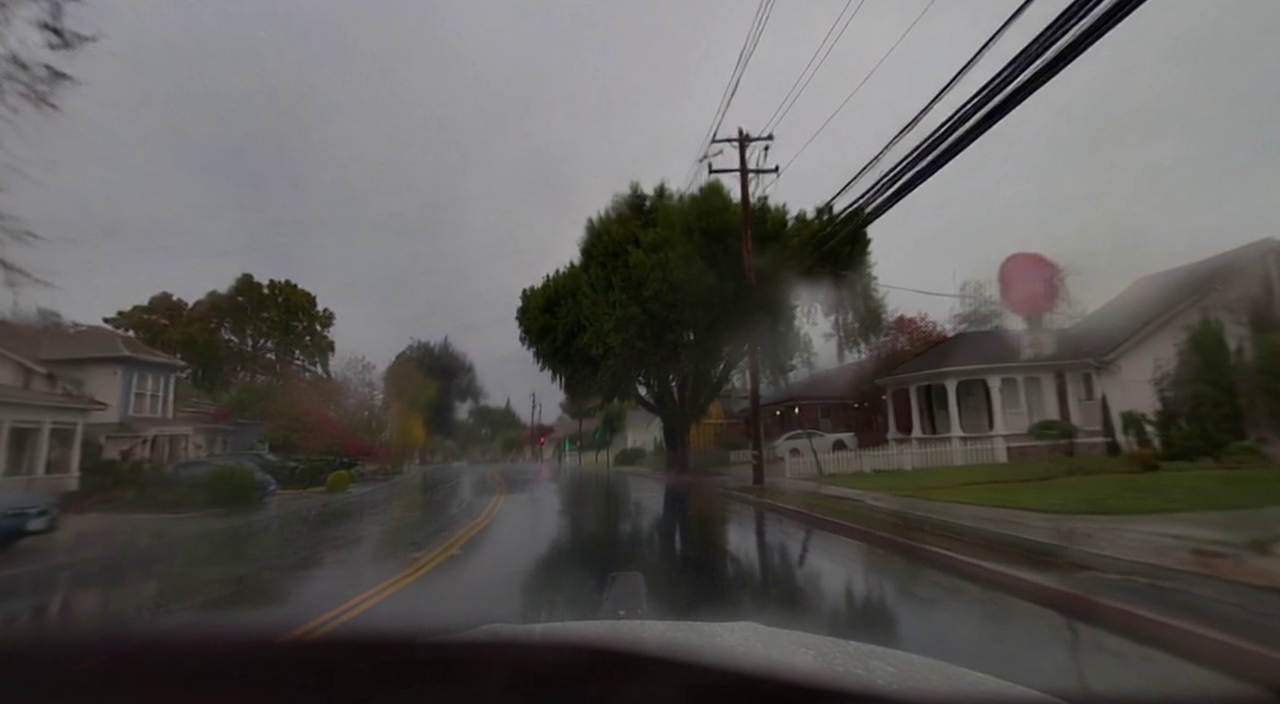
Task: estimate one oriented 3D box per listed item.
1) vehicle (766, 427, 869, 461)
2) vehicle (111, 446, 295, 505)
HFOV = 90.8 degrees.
[{"bbox_3d":[8.786,4.588,31.614,4.566,1.623,1.906,-1,-8,2],"label":"vehicle"},{"bbox_3d":[-13.880,3.906,20.272,4.321,1.772,2.161,-1,-8,4],"label":"vehicle"}]
